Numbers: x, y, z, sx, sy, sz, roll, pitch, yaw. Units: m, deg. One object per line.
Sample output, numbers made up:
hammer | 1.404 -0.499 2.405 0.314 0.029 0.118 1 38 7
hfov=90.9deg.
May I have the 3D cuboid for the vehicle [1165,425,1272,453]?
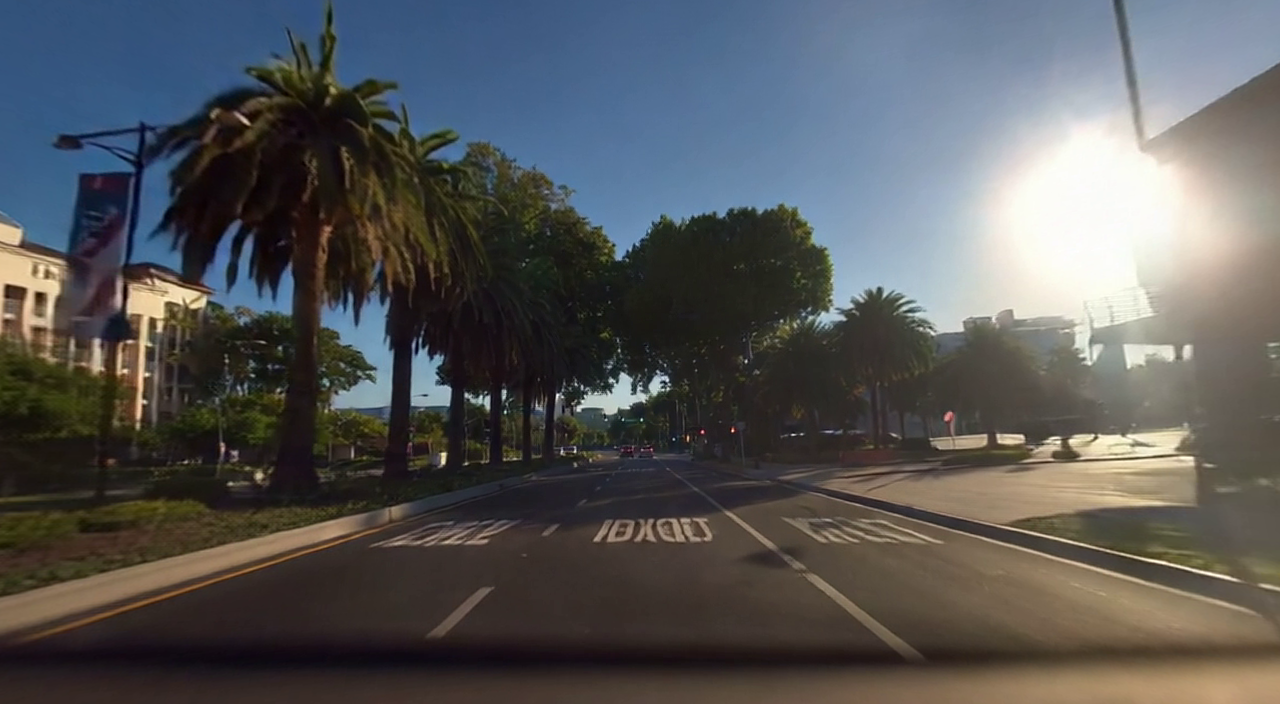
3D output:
vehicle | 34.436 5.217 37.723 1.820 1.571 4.697 0 -8 -3
